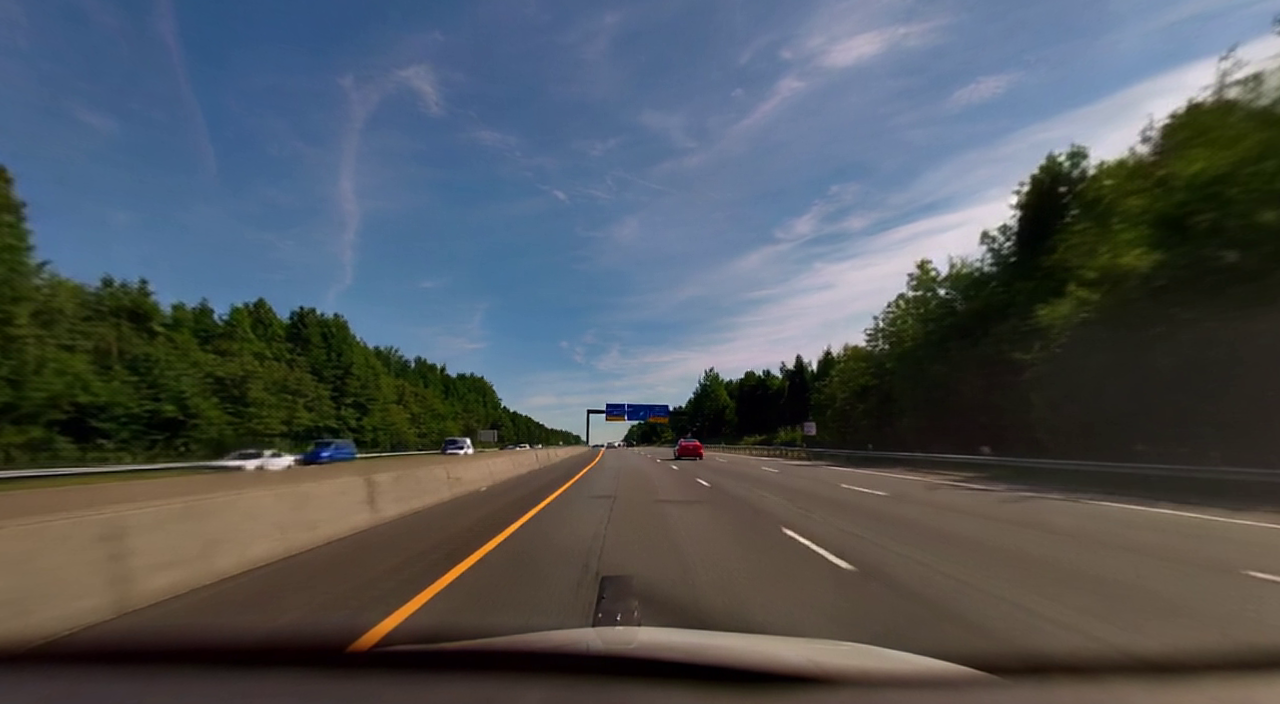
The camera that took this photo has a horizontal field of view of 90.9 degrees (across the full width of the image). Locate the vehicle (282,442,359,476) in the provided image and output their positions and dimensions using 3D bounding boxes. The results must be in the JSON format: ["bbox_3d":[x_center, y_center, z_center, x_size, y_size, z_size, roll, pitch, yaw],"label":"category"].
[{"bbox_3d":[-17.079,5.728,33.972,1.847,1.643,4.549,0,-8,-1],"label":"vehicle"}]

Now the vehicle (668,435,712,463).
[{"bbox_3d":[2.800,5.561,36.277,1.958,1.526,4.227,0,-8,-3],"label":"vehicle"}]

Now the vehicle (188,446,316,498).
[{"bbox_3d":[-12.836,3.947,21.190,1.820,1.509,3.968,0,-8,-1],"label":"vehicle"}]

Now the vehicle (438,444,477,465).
[{"bbox_3d":[-13.570,7.623,46.999,1.966,1.488,3.645,0,-8,-2],"label":"vehicle"}]
